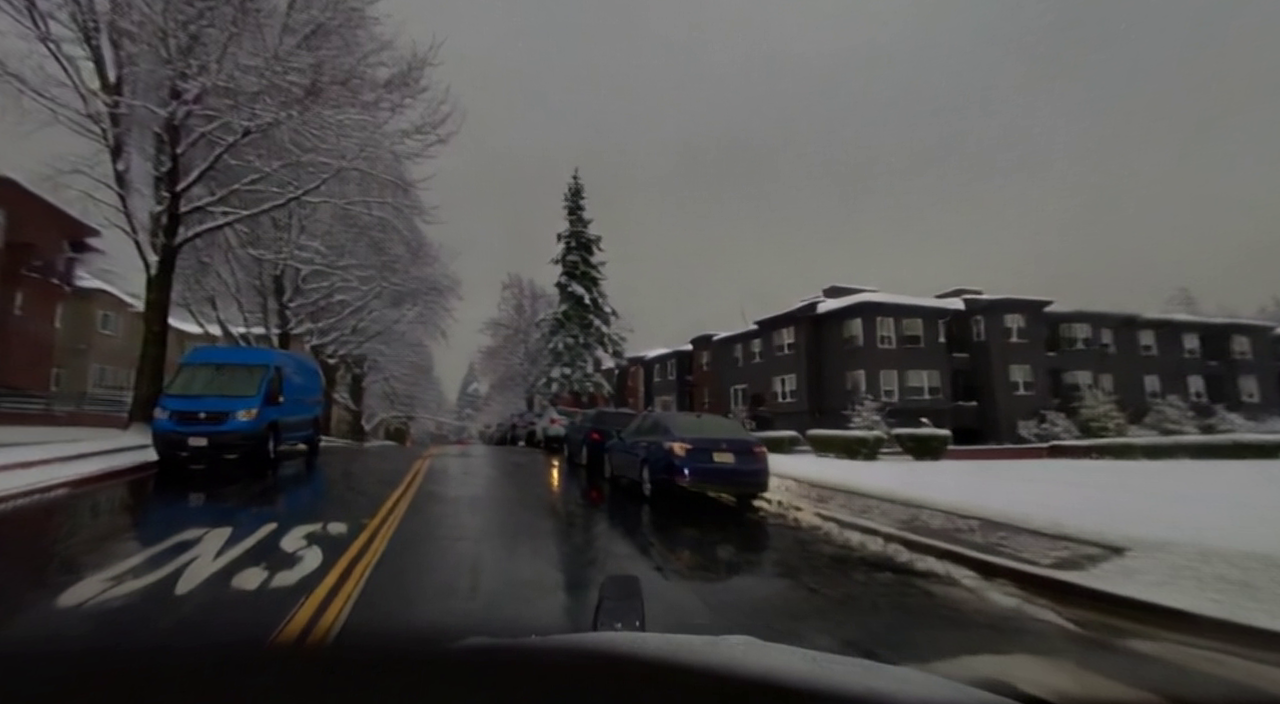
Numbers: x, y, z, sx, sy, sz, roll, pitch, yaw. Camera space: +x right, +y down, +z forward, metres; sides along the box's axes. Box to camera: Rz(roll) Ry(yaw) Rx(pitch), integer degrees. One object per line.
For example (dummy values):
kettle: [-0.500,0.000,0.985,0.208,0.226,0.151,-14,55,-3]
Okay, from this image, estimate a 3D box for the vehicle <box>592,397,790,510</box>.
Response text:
vehicle: [0.552,1.628,10.511,1.827,1.436,4.322,1,-8,-16]

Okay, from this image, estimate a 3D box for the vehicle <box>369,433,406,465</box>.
vehicle: [-17.925,6.837,44.986,2.090,1.674,4.457,-3,-3,-18]

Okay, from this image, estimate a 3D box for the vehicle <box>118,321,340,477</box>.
vehicle: [-8.847,1.186,14.579,2.546,2.664,6.863,-2,-6,-18]
